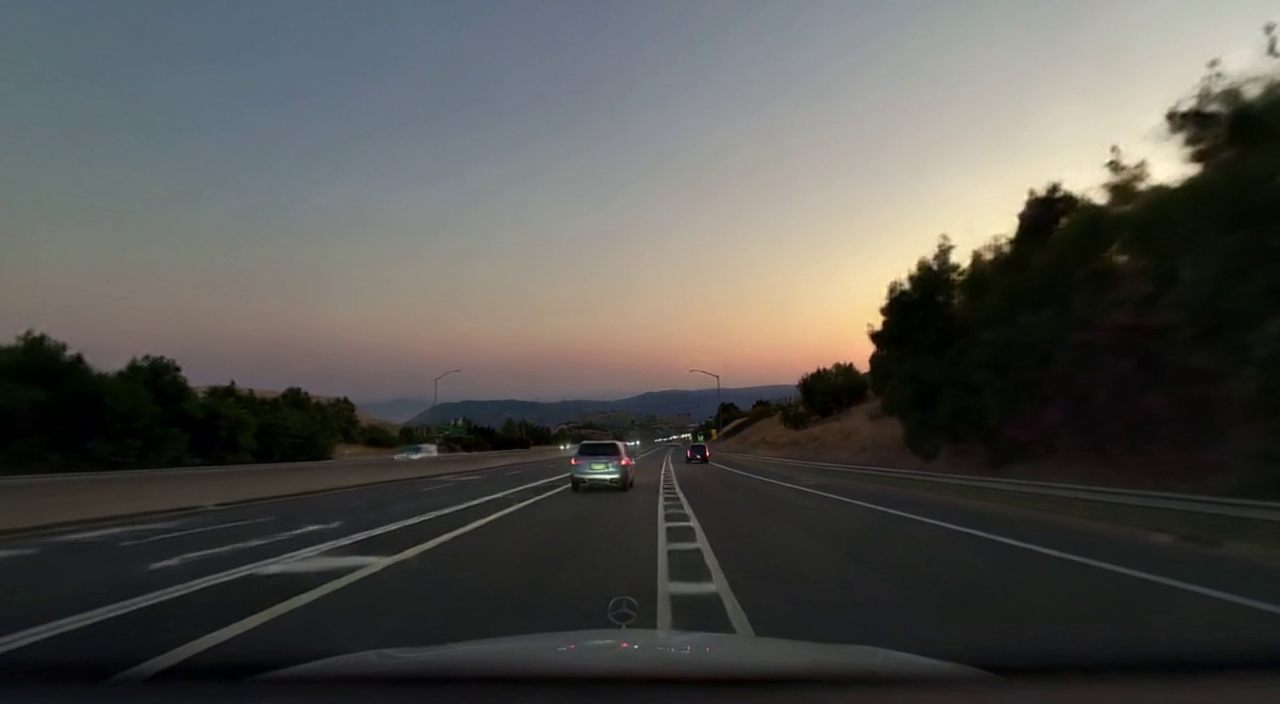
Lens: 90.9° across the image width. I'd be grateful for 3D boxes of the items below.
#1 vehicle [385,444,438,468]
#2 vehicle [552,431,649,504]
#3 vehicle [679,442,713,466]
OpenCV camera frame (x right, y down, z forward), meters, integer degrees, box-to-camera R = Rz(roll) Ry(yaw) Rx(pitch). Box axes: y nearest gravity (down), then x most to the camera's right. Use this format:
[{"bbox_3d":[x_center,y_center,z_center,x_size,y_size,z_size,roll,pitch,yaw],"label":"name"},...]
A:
[{"bbox_3d":[-17.859,8.144,49.612,2.248,1.820,4.877,-1,-8,1],"label":"vehicle"},{"bbox_3d":[-0.906,3.061,17.114,2.143,1.693,4.513,-1,-8,2],"label":"vehicle"},{"bbox_3d":[3.952,7.285,45.064,2.073,1.621,3.993,0,-8,0],"label":"vehicle"}]
